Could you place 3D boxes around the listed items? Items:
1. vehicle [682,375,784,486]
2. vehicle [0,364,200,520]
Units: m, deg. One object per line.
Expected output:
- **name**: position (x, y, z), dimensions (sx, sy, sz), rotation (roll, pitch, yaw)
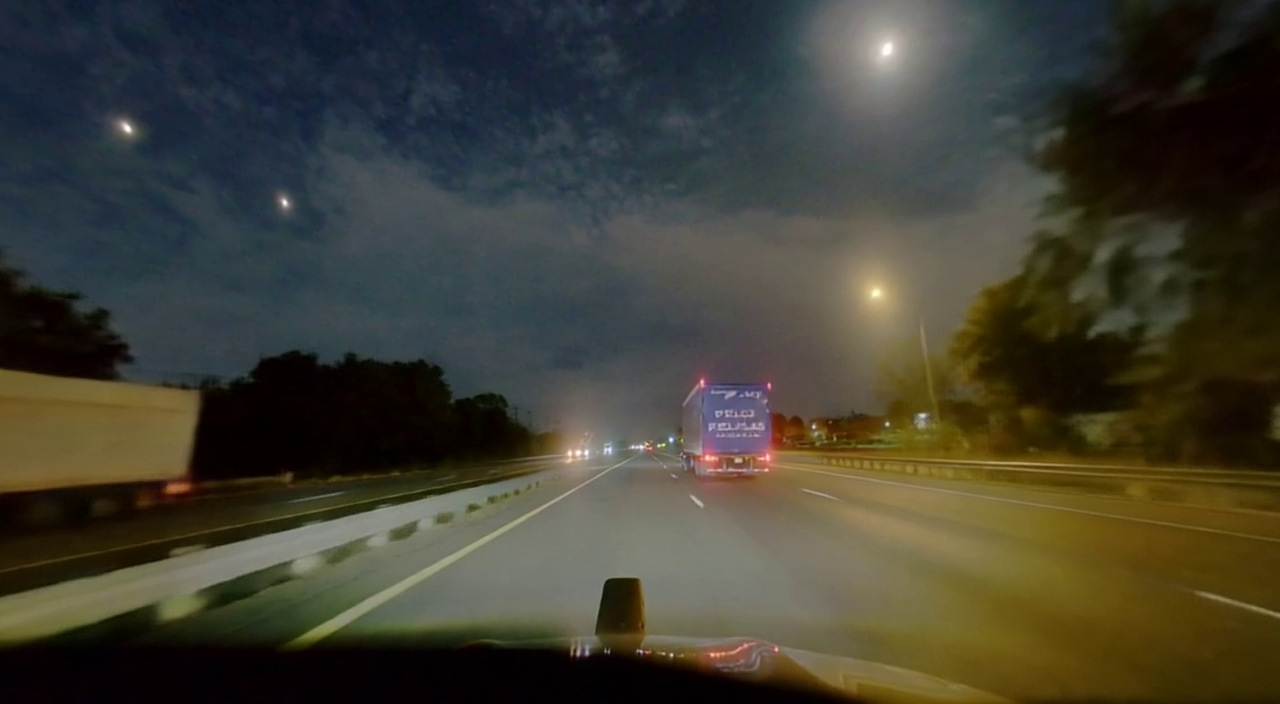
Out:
- **vehicle**: position (4.011, 3.978, 30.734), dimensions (3.341, 4.269, 12.252), rotation (0, -9, 1)
- **vehicle**: position (-16.172, 2.018, 14.136), dimensions (2.940, 3.545, 13.036), rotation (0, -9, 1)
